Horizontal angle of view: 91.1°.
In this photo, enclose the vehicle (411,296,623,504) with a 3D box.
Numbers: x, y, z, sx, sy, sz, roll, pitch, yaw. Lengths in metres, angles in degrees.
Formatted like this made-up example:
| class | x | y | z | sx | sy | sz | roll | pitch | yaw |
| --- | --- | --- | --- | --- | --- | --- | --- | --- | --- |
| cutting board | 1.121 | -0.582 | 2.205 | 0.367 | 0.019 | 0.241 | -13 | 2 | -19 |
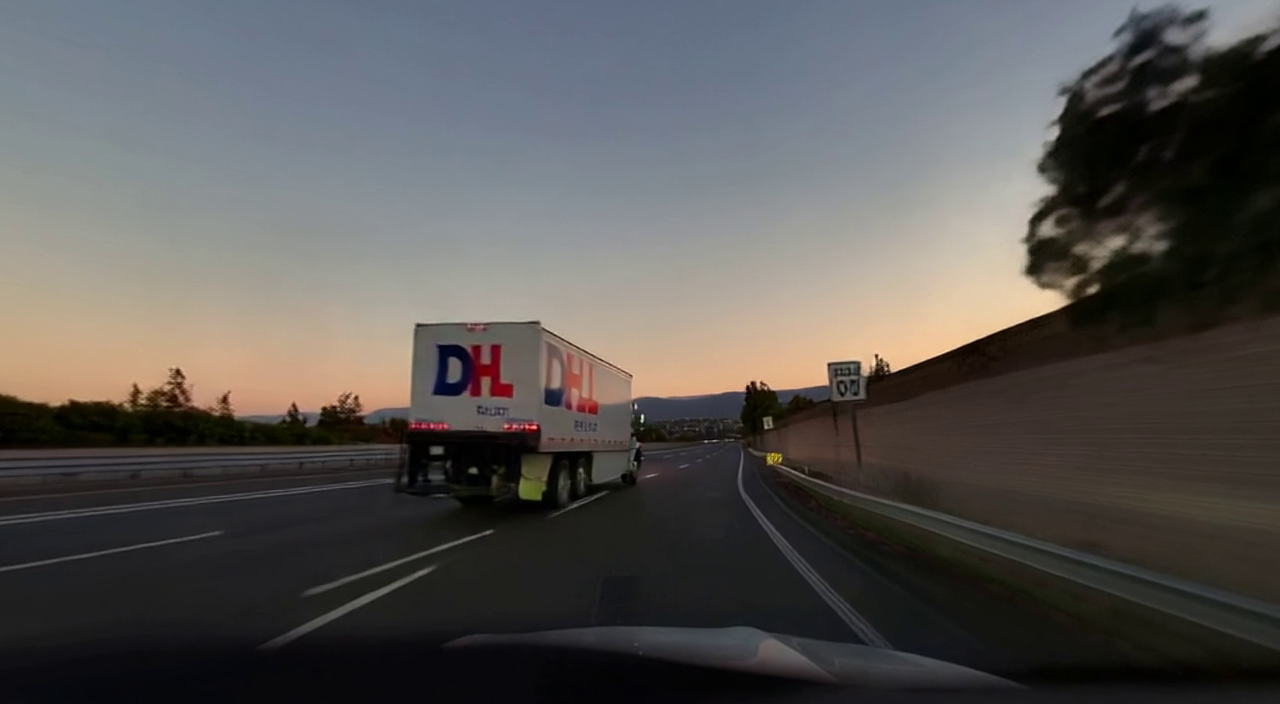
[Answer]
| class | x | y | z | sx | sy | sz | roll | pitch | yaw |
| --- | --- | --- | --- | --- | --- | --- | --- | --- | --- |
| vehicle | -2.618 | 1.476 | 17.096 | 2.796 | 4.184 | 8.554 | 0 | -7 | 9 |
